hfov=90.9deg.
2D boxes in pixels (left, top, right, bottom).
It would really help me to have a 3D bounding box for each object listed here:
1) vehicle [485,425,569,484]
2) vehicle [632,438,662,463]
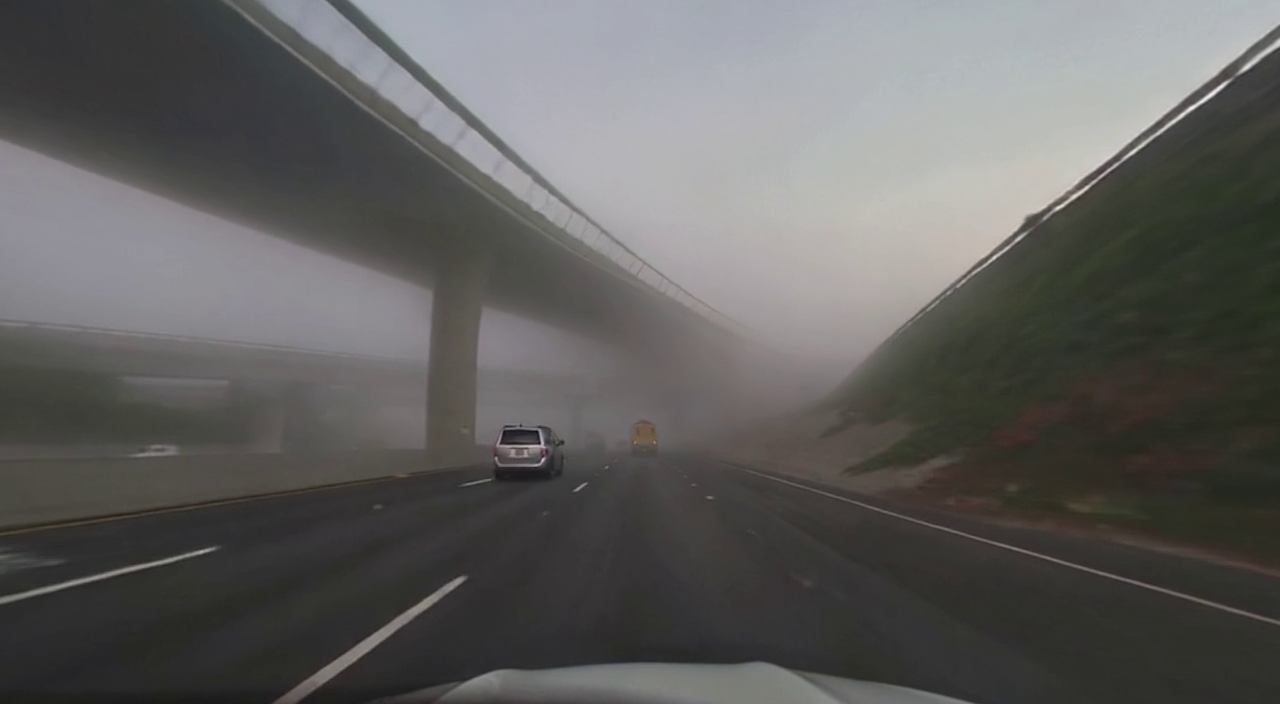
[{"bbox_3d":[-4.047,3.784,23.494,2.147,1.918,4.834,0,-8,1],"label":"vehicle"},{"bbox_3d":[0.469,7.106,45.398,2.052,1.711,4.223,0,-8,0],"label":"vehicle"}]
